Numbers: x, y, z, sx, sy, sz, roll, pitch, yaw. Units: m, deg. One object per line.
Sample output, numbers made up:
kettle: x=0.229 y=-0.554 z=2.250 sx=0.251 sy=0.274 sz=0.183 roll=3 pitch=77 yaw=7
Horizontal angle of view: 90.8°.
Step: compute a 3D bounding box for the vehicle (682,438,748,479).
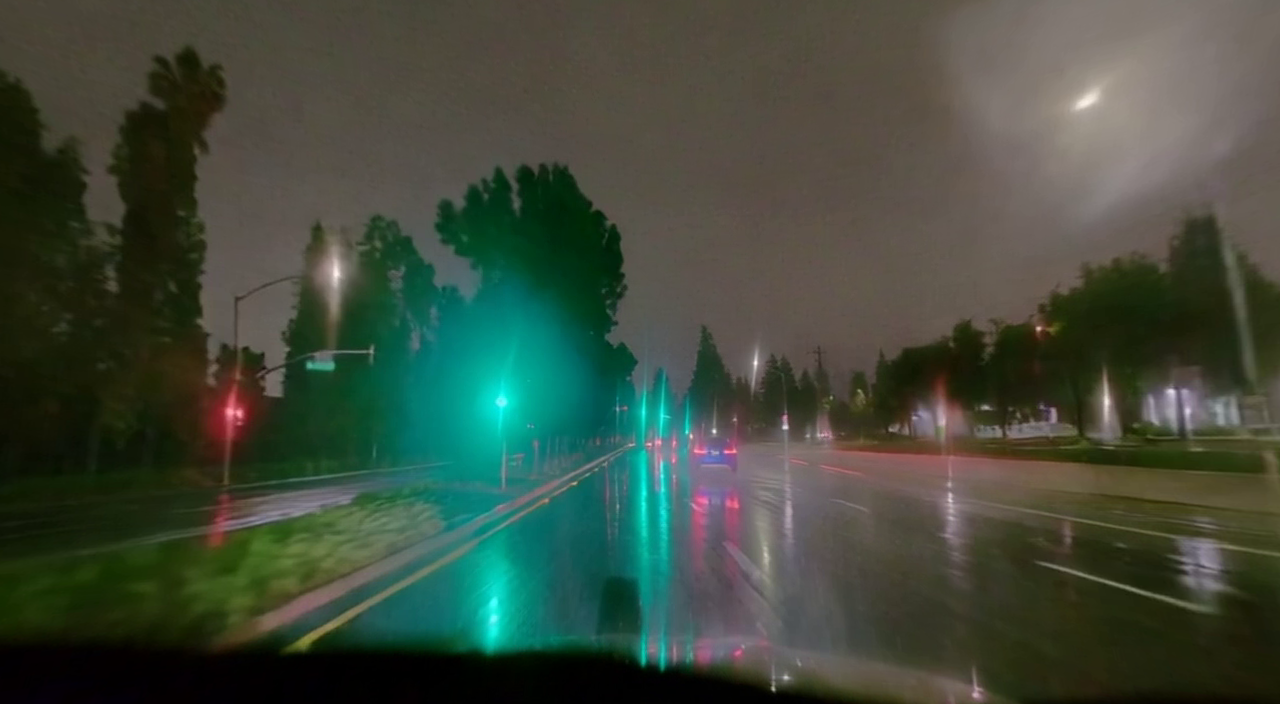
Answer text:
vehicle: x=2.867 y=4.173 z=24.987 sx=2.056 sy=1.483 sz=4.091 roll=0 pitch=-8 yaw=-1
